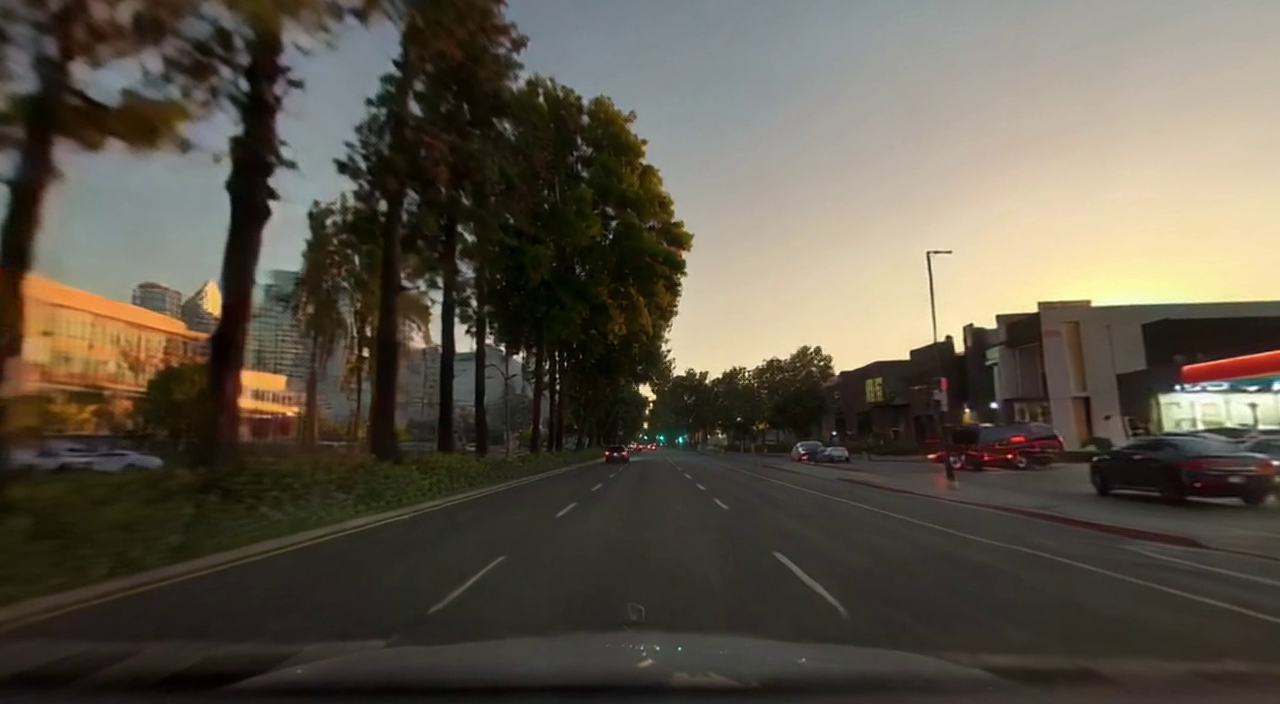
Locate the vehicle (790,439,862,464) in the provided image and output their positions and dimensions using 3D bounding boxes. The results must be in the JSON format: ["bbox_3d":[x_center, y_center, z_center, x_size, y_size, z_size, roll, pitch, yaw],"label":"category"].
[{"bbox_3d":[12.918,6.903,43.811,4.359,1.656,1.894,2,-9,-13],"label":"vehicle"}]

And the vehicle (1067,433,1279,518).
[{"bbox_3d":[11.656,2.528,13.512,1.967,1.500,4.353,-1,-8,1],"label":"vehicle"}]

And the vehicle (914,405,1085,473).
[{"bbox_3d":[15.225,3.728,26.999,5.820,2.752,2.234,0,-8,-1],"label":"vehicle"}]
